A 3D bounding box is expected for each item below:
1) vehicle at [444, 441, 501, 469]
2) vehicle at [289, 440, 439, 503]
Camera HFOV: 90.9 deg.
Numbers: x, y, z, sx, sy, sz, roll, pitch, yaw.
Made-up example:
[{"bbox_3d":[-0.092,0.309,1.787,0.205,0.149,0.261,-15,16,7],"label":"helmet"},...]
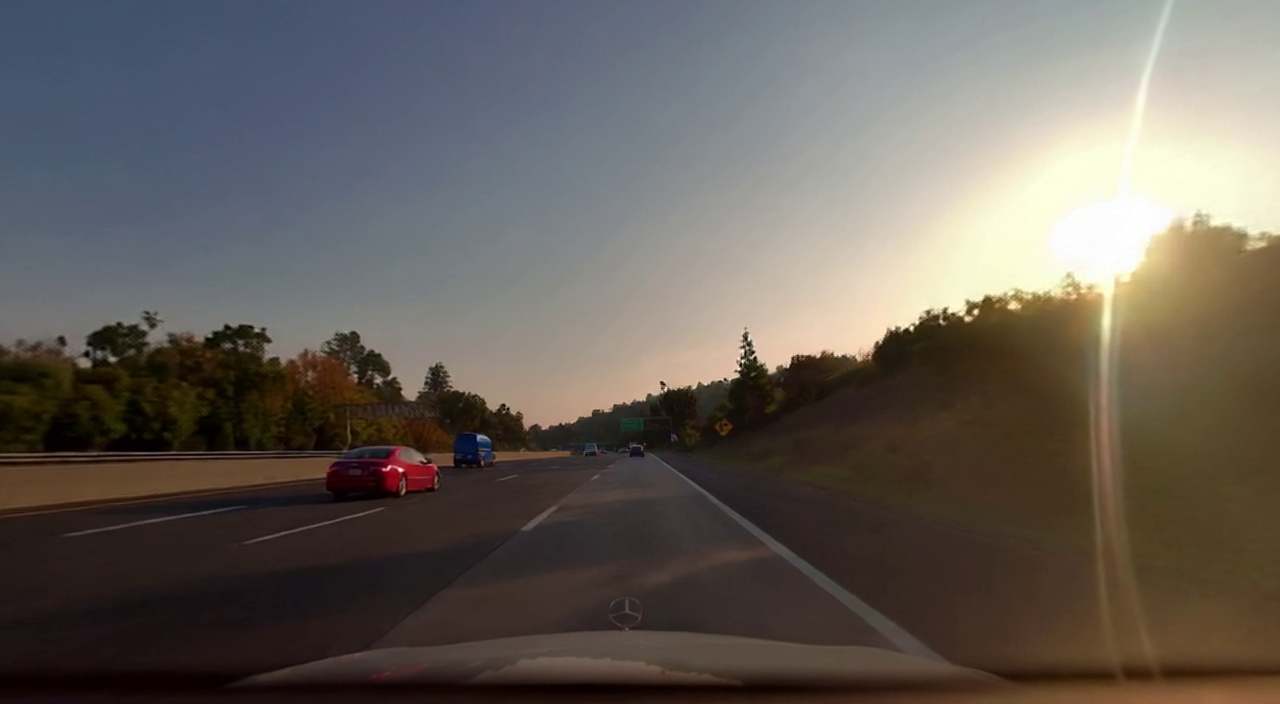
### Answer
[{"bbox_3d":[-10.987,6.771,41.841,2.249,1.735,5.018,0,-8,2],"label":"vehicle"},{"bbox_3d":[-7.346,3.194,17.448,1.981,1.486,4.735,0,-8,1],"label":"vehicle"}]
